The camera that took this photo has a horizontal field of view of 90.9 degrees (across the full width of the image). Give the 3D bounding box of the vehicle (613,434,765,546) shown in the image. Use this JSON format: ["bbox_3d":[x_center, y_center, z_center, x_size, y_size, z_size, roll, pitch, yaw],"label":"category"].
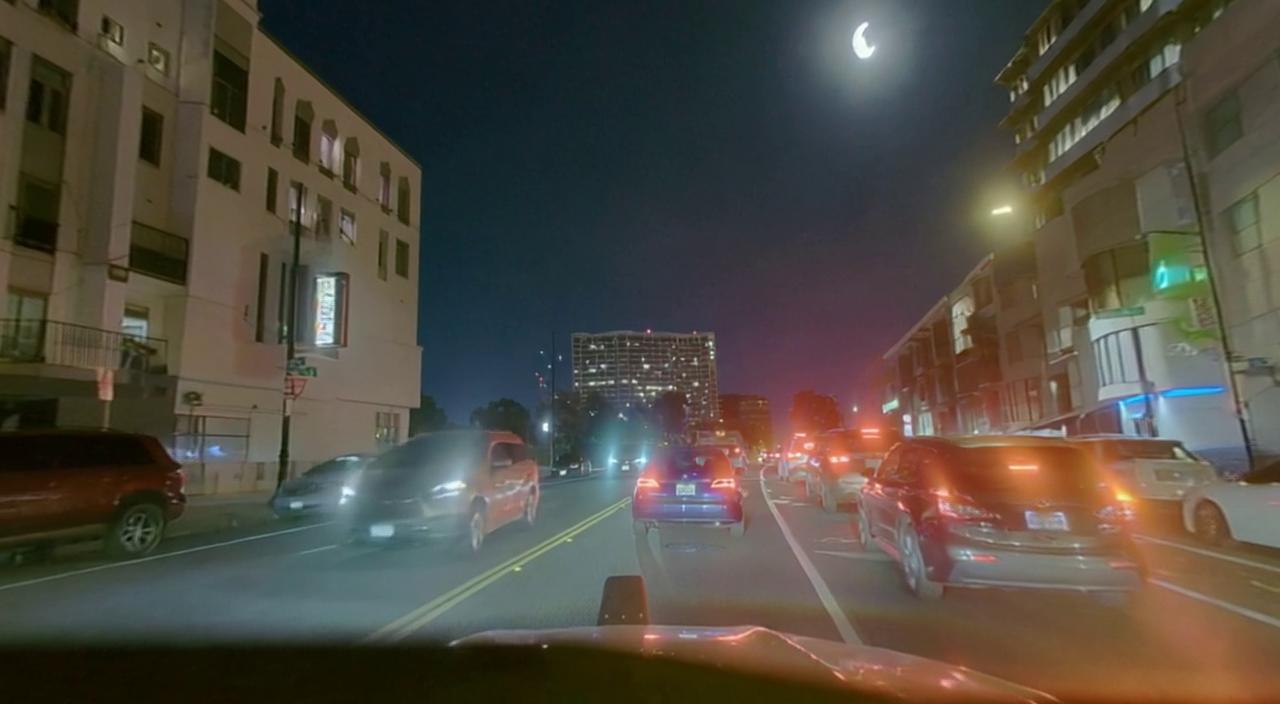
[{"bbox_3d":[0.910,2.122,10.378,2.031,1.461,3.763,-1,-8,8],"label":"vehicle"}]

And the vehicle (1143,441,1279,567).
[{"bbox_3d":[8.605,1.813,7.492,1.901,1.500,4.729,-1,-8,9],"label":"vehicle"}]

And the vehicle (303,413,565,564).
[{"bbox_3d":[-2.710,1.926,9.691,2.030,1.730,4.453,-1,-8,8],"label":"vehicle"}]

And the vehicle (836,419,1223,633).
[{"bbox_3d":[3.469,1.567,6.755,1.982,1.510,4.144,-1,-8,9],"label":"vehicle"}]

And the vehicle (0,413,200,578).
[{"bbox_3d":[-7.874,1.694,7.265,1.934,1.770,4.546,-6,-9,9],"label":"vehicle"}]

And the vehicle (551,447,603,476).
[{"bbox_3d":[-3.511,6.222,36.072,1.930,1.480,4.174,-1,-8,9],"label":"vehicle"}]
